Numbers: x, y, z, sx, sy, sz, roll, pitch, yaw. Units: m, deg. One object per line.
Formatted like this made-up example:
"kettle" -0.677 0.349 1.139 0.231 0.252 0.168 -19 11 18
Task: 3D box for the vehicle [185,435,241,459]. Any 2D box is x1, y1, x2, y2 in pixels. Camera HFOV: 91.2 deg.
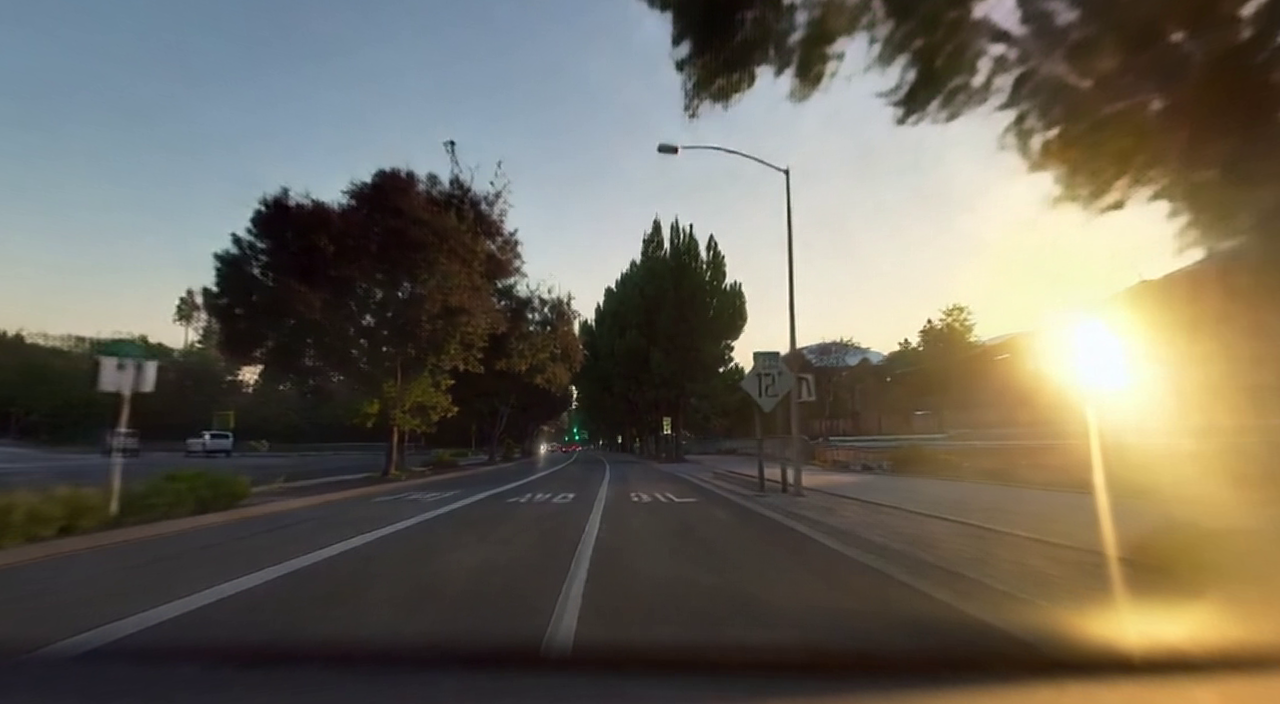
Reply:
"vehicle" -28.565 6.375 41.873 3.733 1.499 1.704 -6 -10 34
